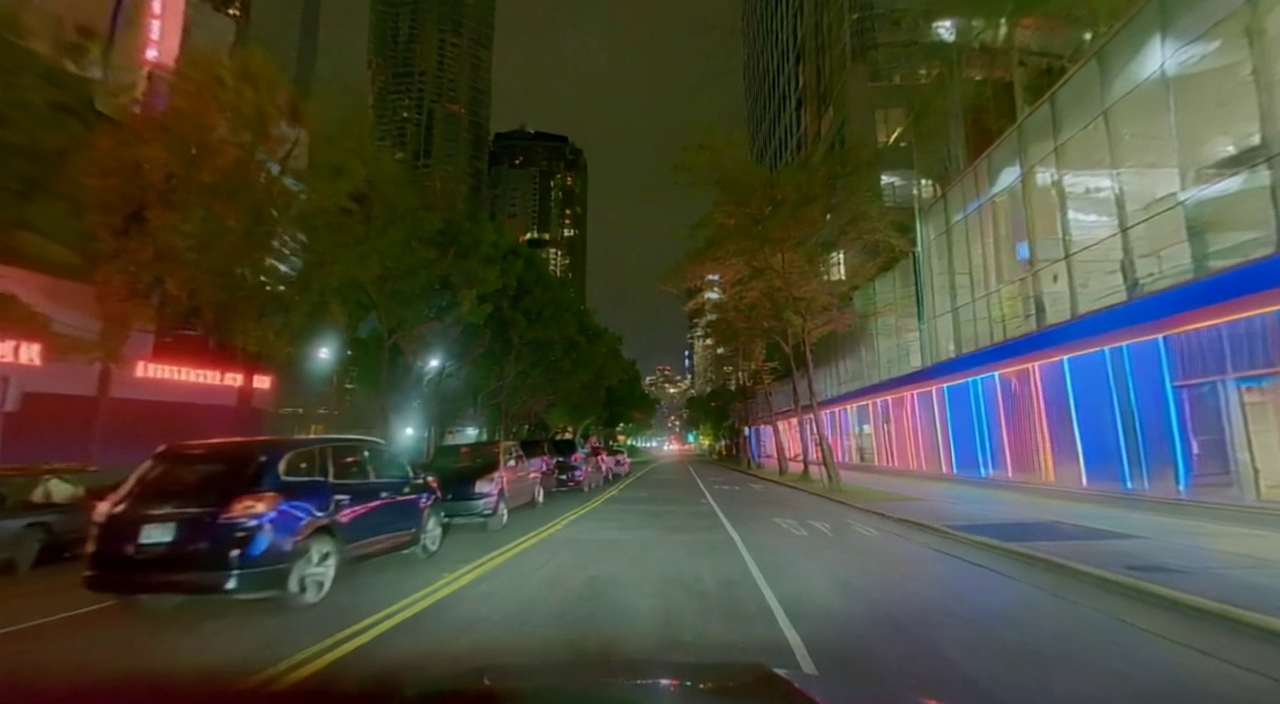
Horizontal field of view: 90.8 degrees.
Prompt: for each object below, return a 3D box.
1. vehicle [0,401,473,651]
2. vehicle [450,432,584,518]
[{"bbox_3d":[-3.693,1.623,7.038,2.173,1.814,4.573,-1,-9,3],"label":"vehicle"},{"bbox_3d":[-2.887,3.032,16.093,2.225,1.848,4.472,-1,-9,4],"label":"vehicle"}]
